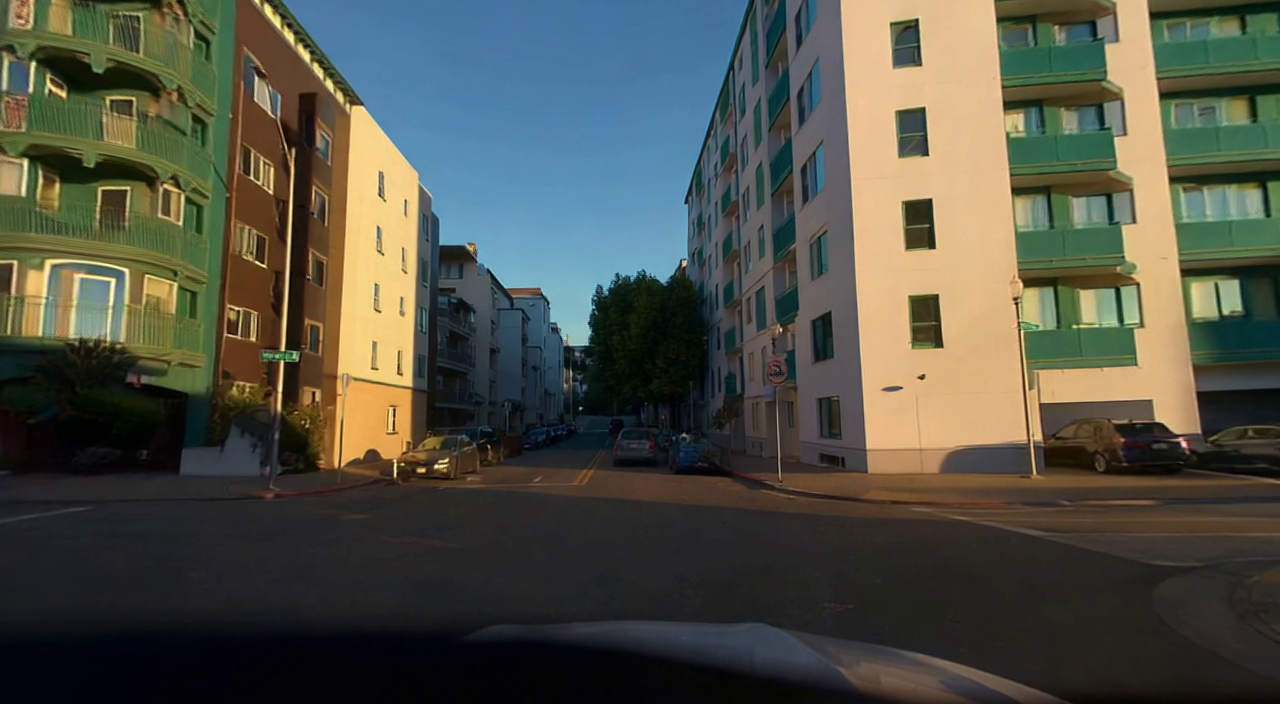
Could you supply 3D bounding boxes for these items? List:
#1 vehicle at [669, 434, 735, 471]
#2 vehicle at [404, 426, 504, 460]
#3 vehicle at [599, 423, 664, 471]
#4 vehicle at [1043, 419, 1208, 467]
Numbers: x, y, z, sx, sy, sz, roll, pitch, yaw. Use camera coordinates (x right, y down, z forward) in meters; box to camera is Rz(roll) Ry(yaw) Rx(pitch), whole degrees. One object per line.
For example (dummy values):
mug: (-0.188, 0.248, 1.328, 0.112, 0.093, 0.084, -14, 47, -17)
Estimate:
vehicle: (2.541, 4.298, 27.056, 2.290, 1.456, 4.503, 0, -8, -1)
vehicle: (-11.439, 5.596, 38.868, 5.540, 1.950, 2.113, 4, -12, -28)
vehicle: (-0.477, 4.048, 26.958, 2.412, 1.834, 4.636, 1, -9, -5)
vehicle: (15.389, 2.920, 20.138, 3.752, 1.453, 1.709, 0, -9, 2)
